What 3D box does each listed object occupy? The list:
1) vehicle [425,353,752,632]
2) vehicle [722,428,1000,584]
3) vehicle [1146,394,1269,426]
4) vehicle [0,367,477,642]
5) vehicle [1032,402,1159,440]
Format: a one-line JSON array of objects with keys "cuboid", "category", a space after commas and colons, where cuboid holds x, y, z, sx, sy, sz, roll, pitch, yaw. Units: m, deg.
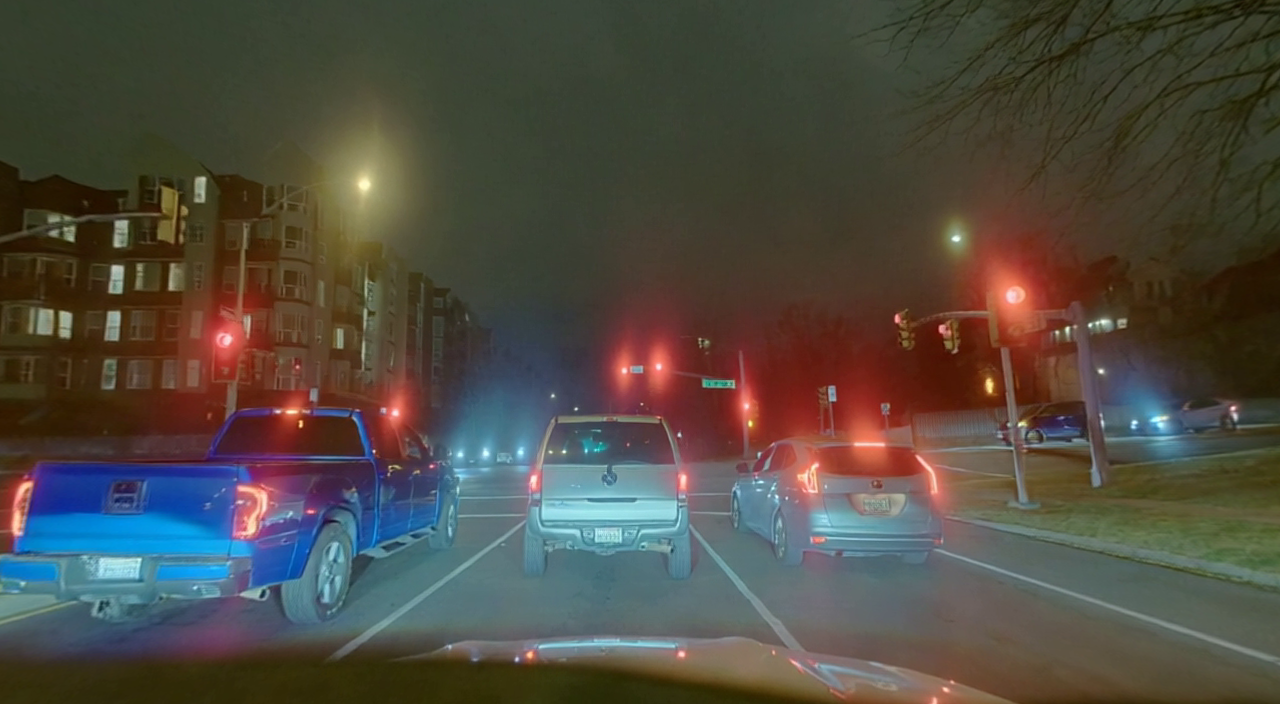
[{"cuboid": [-0.391, 1.310, 6.747, 2.282, 1.964, 4.421, 0, -9, -1], "category": "vehicle"}, {"cuboid": [2.414, 1.812, 8.309, 2.016, 1.481, 4.336, 0, -9, -1], "category": "vehicle"}, {"cuboid": [29.281, 3.039, 32.689, 4.540, 1.543, 1.803, 0, -9, 0], "category": "vehicle"}, {"cuboid": [-3.453, 1.392, 6.866, 2.146, 1.828, 5.148, 0, -9, -2], "category": "vehicle"}, {"cuboid": [23.316, 3.586, 32.485, 4.721, 1.866, 2.188, 0, -9, 2], "category": "vehicle"}]
